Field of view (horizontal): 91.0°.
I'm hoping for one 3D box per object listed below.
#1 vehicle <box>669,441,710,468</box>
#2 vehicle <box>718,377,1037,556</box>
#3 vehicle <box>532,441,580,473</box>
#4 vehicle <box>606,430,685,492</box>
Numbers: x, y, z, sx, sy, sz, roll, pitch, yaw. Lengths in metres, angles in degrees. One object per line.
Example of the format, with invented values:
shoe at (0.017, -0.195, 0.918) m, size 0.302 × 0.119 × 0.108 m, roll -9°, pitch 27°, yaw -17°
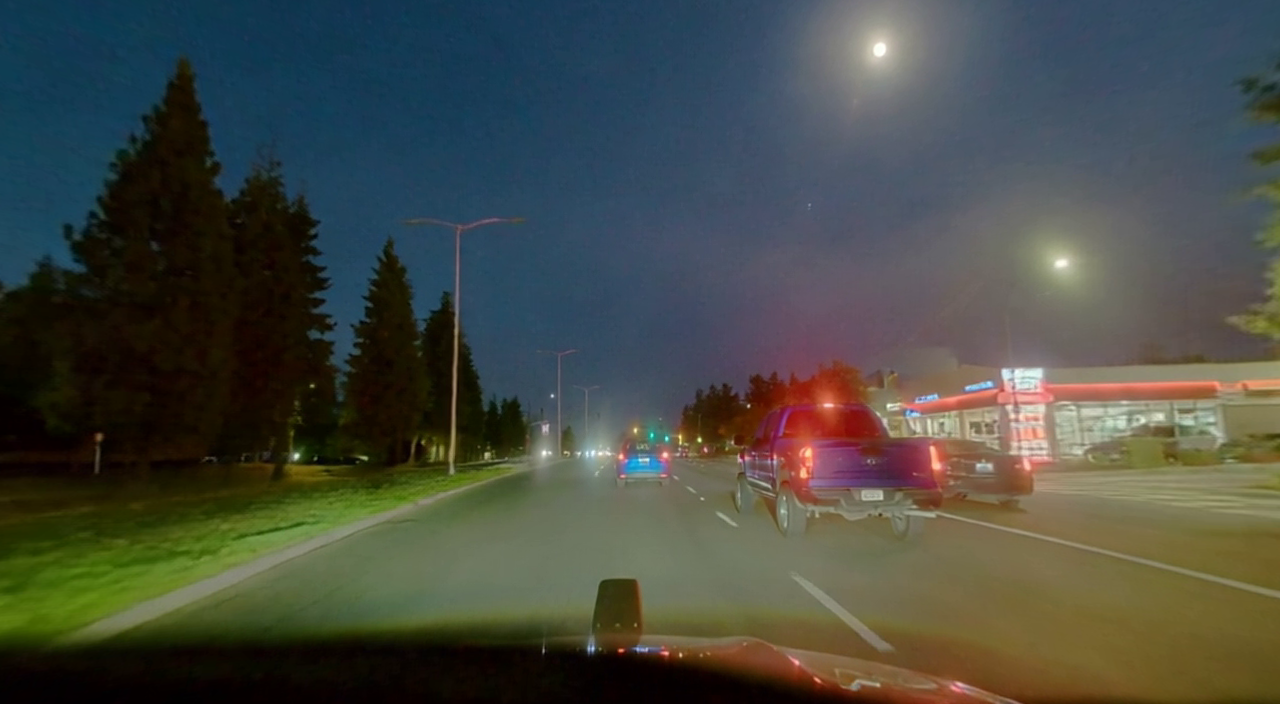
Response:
vehicle at (2.836, 5.998, 37.073) m, size 1.970 × 1.464 × 4.249 m, roll 0°, pitch -9°, yaw -1°
vehicle at (3.192, 1.796, 10.515) m, size 2.731 × 2.101 × 6.047 m, roll 0°, pitch -9°, yaw -3°
vehicle at (-4.059, 5.130, 31.029) m, size 1.960 × 1.475 × 4.161 m, roll 0°, pitch -9°, yaw -3°
vehicle at (0.099, 3.248, 19.080) m, size 2.145 × 1.650 × 4.021 m, roll 0°, pitch -8°, yaw -1°
